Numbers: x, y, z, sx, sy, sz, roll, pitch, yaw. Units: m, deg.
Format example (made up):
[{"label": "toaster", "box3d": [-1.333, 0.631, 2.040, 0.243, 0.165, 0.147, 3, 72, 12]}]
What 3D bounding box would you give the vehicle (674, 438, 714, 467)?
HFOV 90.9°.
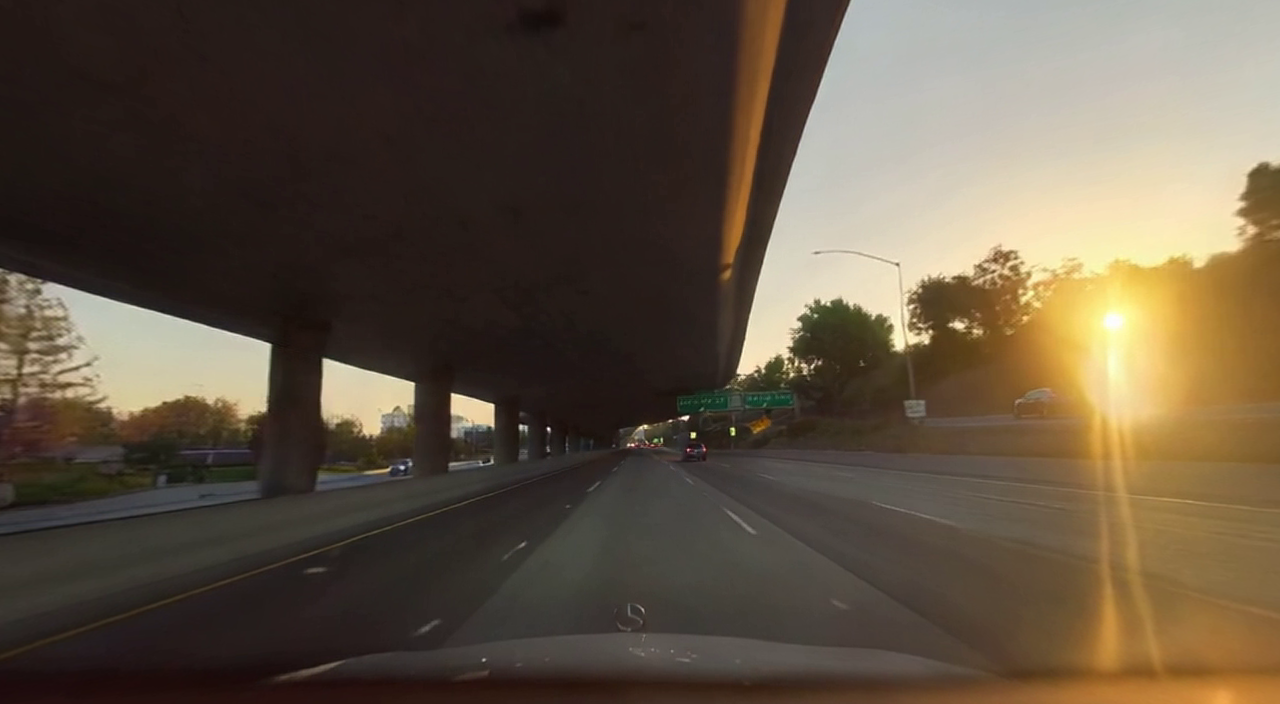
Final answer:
[{"label": "vehicle", "box3d": [3.406, 6.469, 40.604, 2.099, 1.748, 4.331, 0, -8, -2]}]
